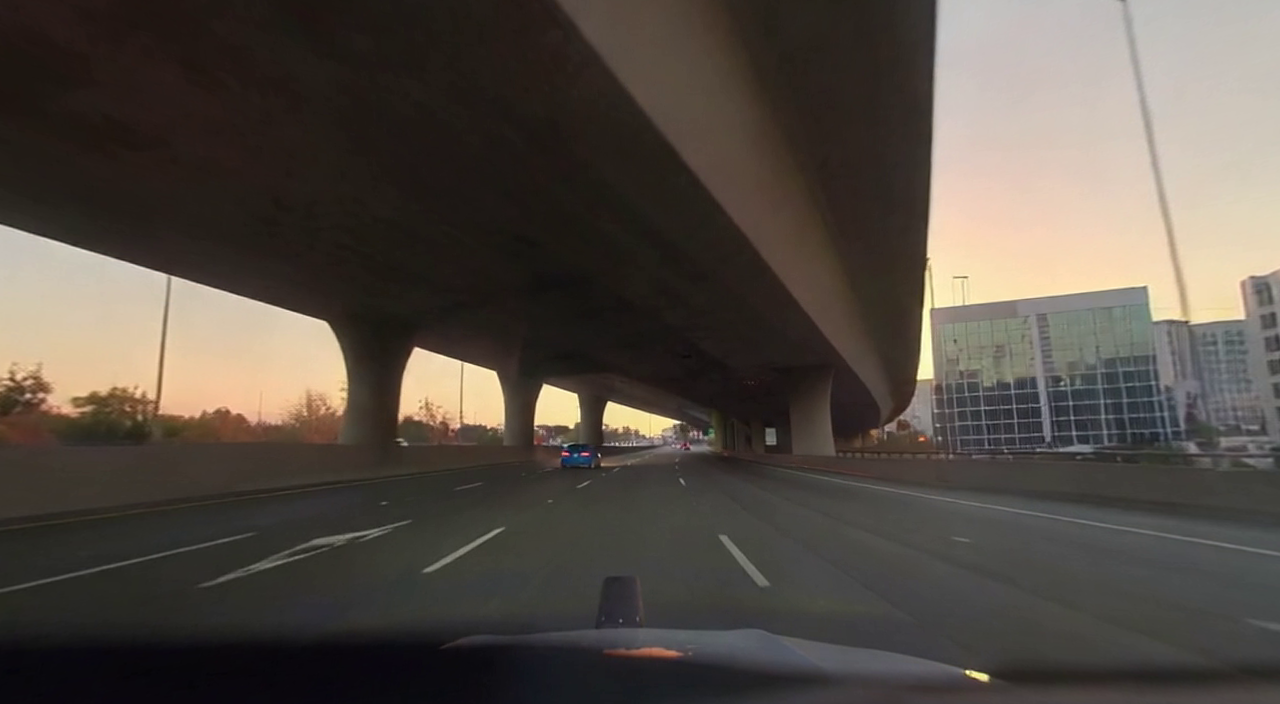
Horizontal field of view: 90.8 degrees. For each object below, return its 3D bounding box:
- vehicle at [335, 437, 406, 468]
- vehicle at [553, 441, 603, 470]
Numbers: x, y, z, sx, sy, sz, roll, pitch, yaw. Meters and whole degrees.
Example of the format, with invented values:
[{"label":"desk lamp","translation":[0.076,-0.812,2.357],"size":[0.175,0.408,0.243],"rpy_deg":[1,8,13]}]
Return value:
[{"label":"vehicle","translation":[-15.929,5.967,37.634],"size":[1.950,1.669,4.544],"rpy_deg":[-1,-9,3]},{"label":"vehicle","translation":[-3.498,5.960,36.502],"size":[2.087,1.566,4.756],"rpy_deg":[-1,-9,4]}]
